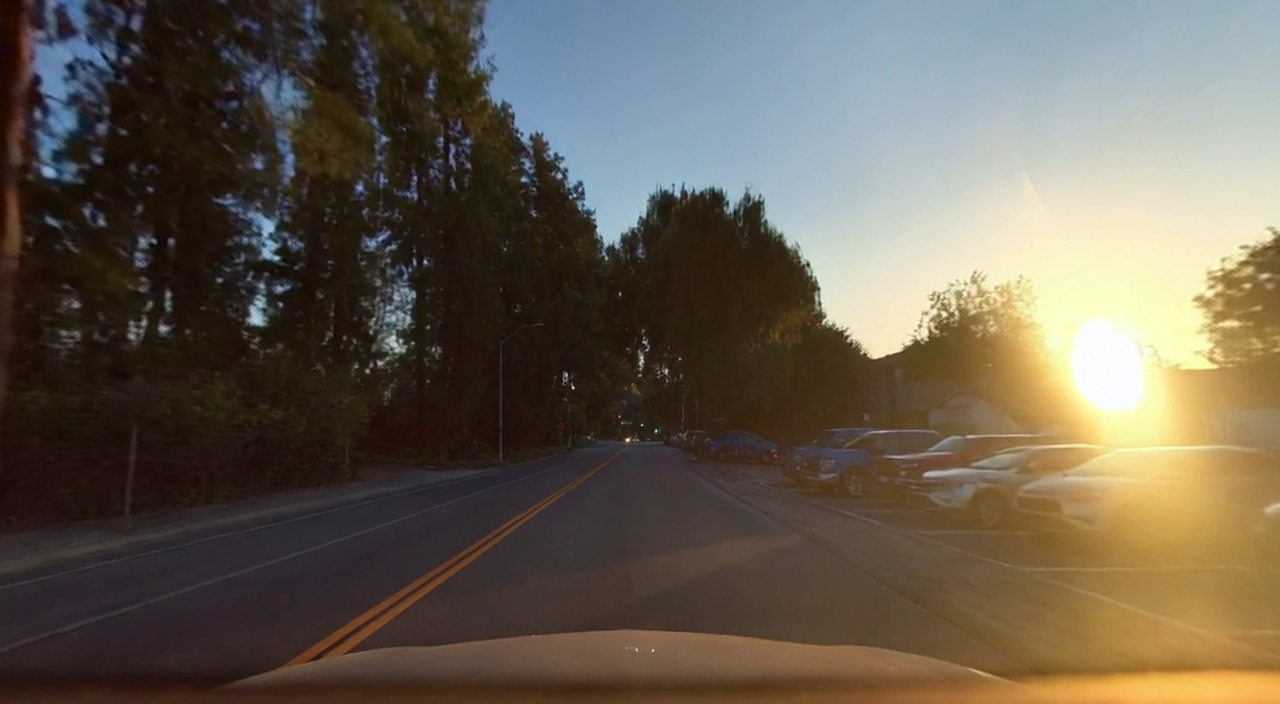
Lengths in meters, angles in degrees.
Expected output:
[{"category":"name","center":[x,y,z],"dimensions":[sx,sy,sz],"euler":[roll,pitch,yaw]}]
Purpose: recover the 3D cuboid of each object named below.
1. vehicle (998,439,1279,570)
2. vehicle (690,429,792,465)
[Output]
[{"category":"vehicle","center":[7.271,1.896,8.300],"dimensions":[3.930,1.475,1.933],"euler":[0,-8,-1]},{"category":"vehicle","center":[6.098,5.850,38.874],"dimensions":[5.797,2.070,2.502],"euler":[0,-8,-1]}]
